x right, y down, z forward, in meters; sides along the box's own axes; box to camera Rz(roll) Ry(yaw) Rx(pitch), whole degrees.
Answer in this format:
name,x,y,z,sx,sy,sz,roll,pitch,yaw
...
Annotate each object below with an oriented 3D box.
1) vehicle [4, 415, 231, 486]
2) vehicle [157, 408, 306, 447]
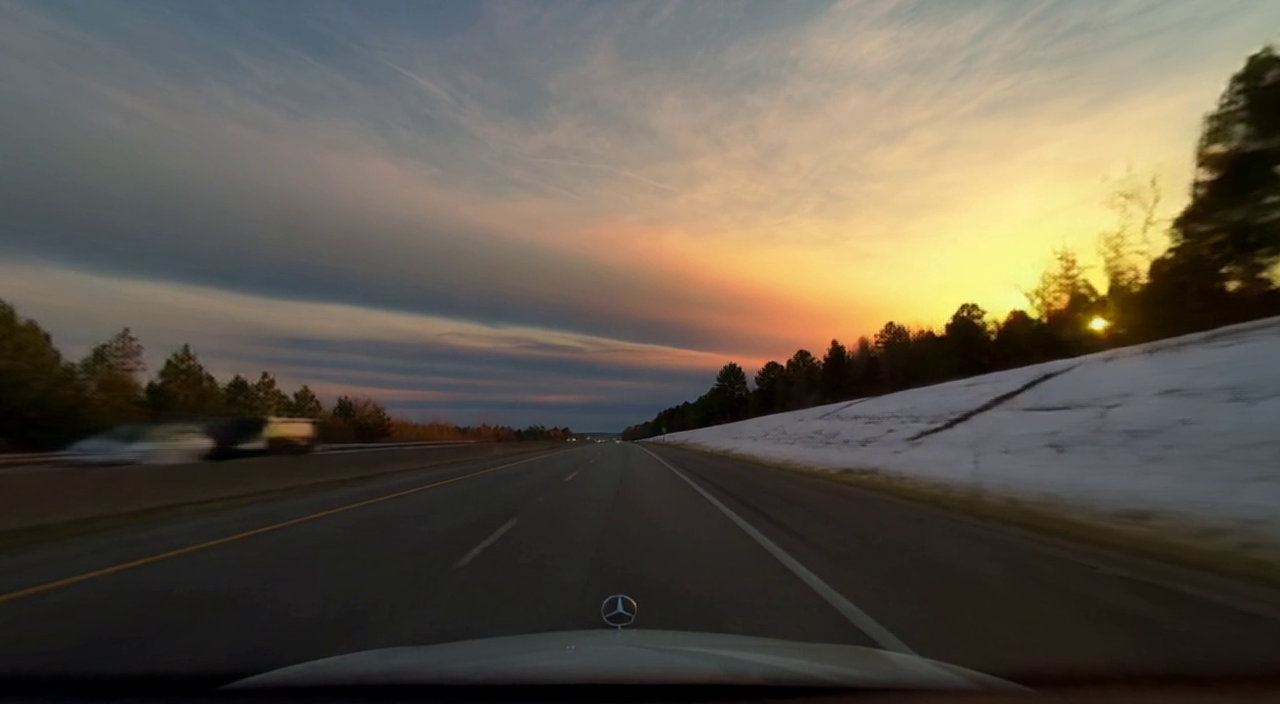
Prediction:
name,x,y,z,sx,sy,sz,roll,pitch,yaw
vehicle,-14.508,2.757,17.978,2.449,1.764,4.695,0,-8,-1
vehicle,-14.618,2.802,22.981,2.098,1.266,5.061,0,-8,0
